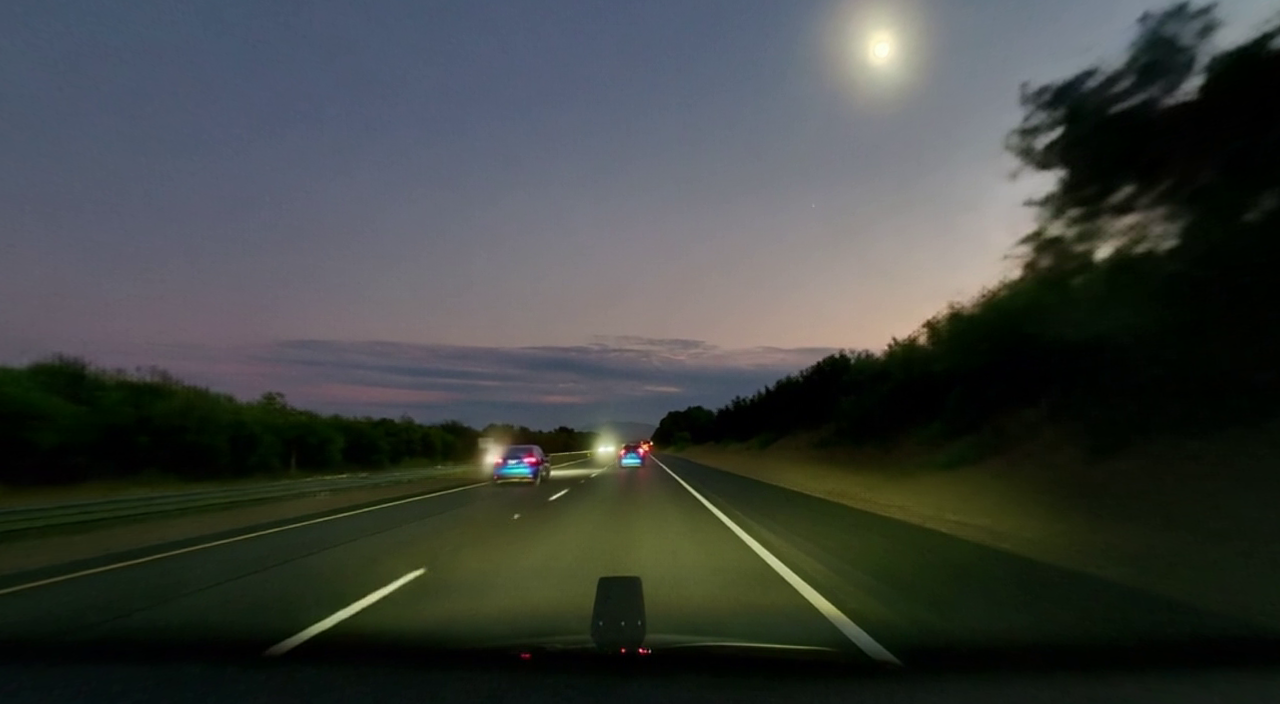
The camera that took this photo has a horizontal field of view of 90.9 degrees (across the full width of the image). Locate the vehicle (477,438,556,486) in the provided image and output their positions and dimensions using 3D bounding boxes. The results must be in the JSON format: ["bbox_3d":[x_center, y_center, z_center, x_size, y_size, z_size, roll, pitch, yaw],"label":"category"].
[{"bbox_3d":[-4.546,4.118,23.868,2.113,1.656,4.215,0,-9,1],"label":"vehicle"}]

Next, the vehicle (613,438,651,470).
[{"bbox_3d":[-0.453,6.053,37.561,2.126,1.786,3.958,0,-9,-1],"label":"vehicle"}]
